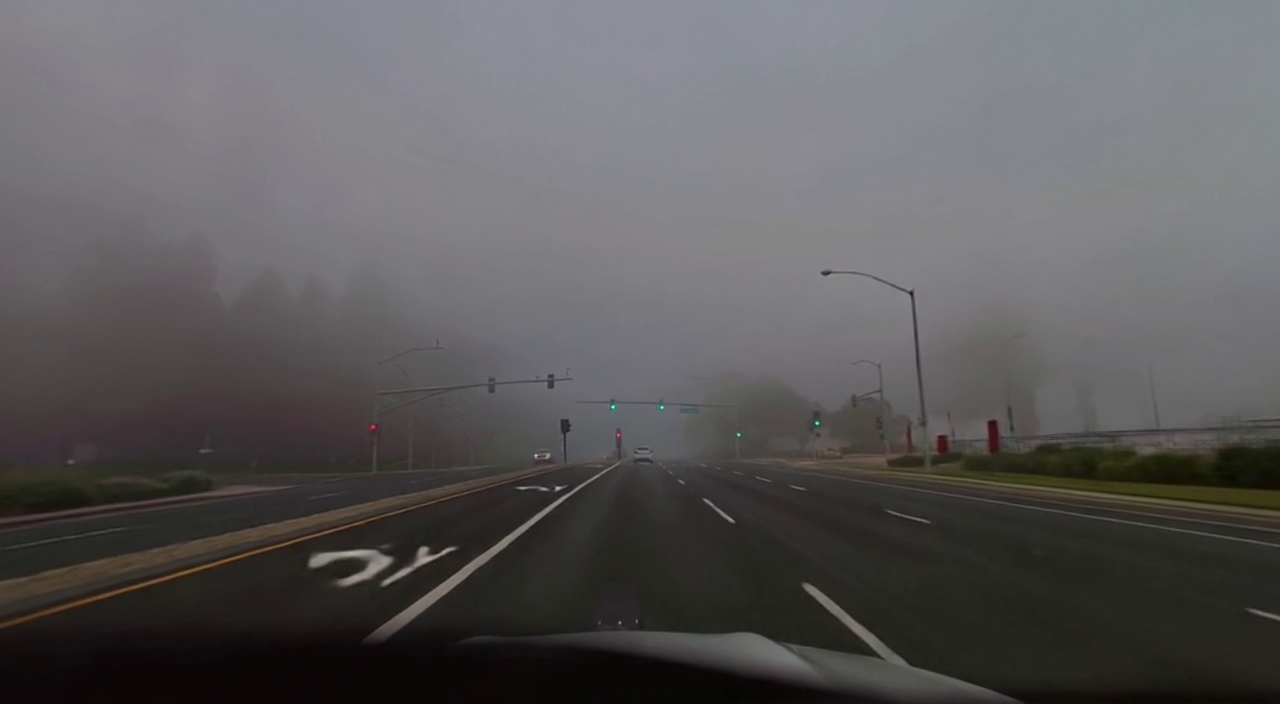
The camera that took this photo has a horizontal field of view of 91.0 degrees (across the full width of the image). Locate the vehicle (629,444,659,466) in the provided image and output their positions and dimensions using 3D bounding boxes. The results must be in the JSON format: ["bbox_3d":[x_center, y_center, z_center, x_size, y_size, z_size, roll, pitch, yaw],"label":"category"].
[{"bbox_3d":[0.312,7.405,45.262,2.064,1.477,3.968,0,-8,1],"label":"vehicle"}]
